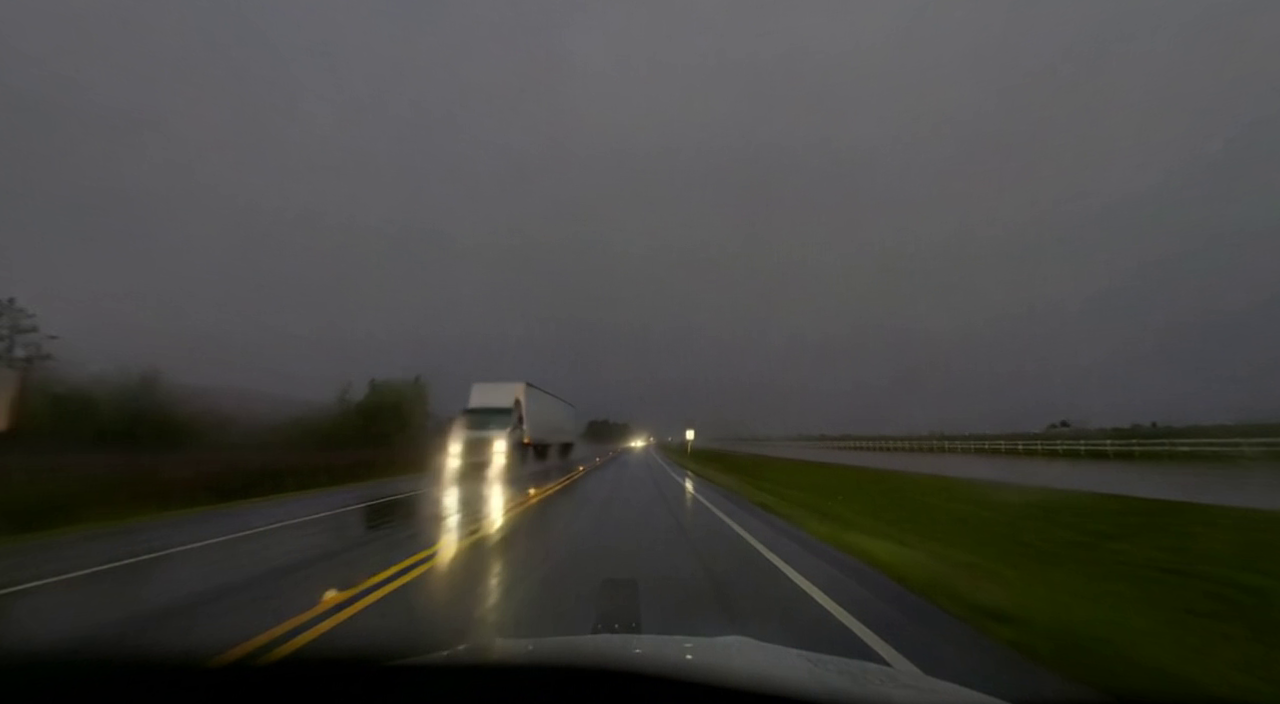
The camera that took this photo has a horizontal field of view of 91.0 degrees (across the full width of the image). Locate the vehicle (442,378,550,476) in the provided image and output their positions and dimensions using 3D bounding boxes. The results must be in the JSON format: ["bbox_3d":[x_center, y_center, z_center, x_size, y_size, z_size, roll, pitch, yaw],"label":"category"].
[{"bbox_3d":[-6.275,3.456,28.590,3.460,3.937,5.736,-1,-8,1],"label":"vehicle"}]
